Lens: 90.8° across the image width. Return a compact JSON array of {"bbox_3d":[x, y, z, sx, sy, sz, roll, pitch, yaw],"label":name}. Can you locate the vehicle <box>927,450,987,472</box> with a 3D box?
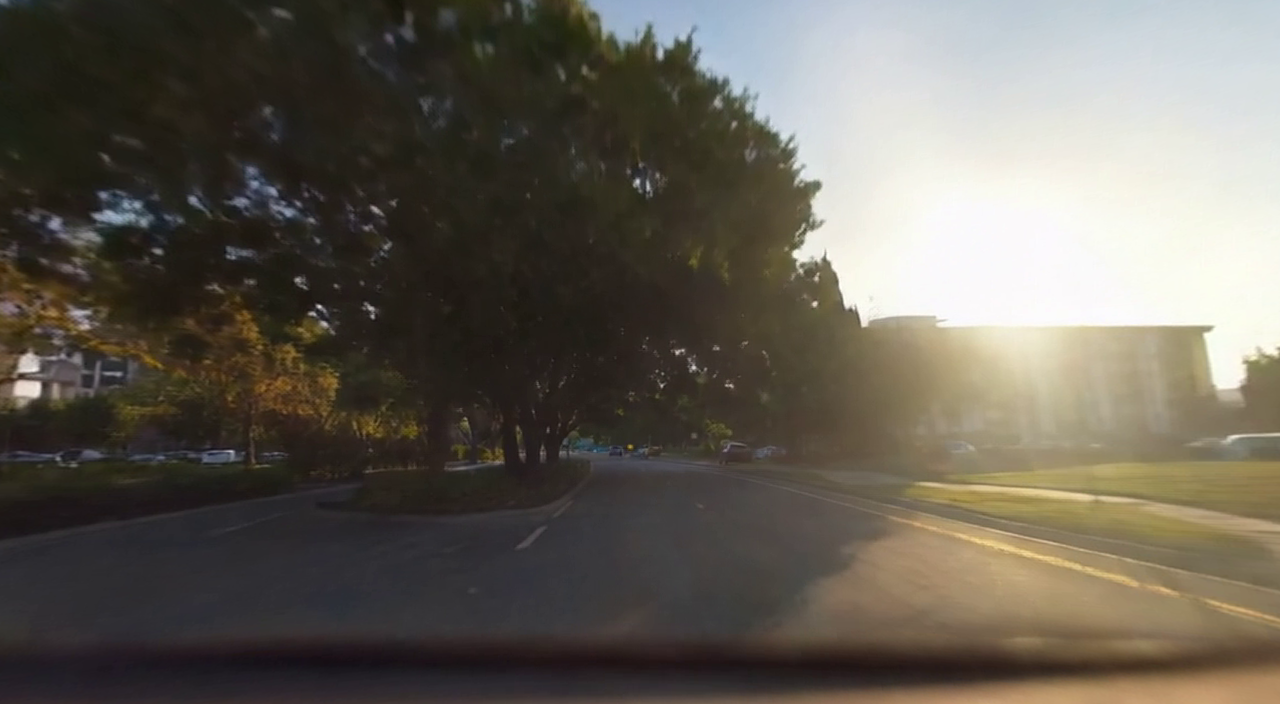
[{"bbox_3d":[23.932,8.238,47.931,1.905,1.575,4.678,0,-8,-3],"label":"vehicle"}]
